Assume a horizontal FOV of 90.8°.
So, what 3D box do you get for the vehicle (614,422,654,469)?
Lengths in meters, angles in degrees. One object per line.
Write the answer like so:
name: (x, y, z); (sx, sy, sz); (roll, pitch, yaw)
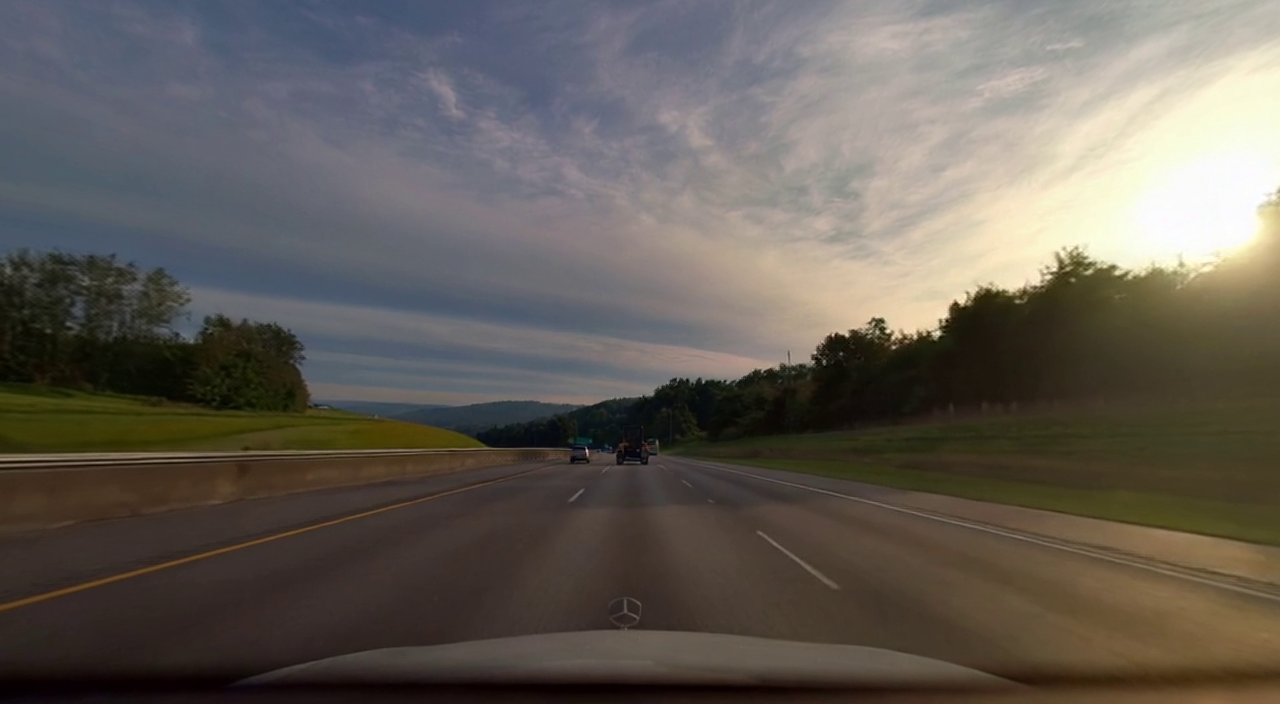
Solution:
vehicle: (-0.468, 6.683, 45.126); (2.672, 3.056, 6.900); (0, -9, -1)
